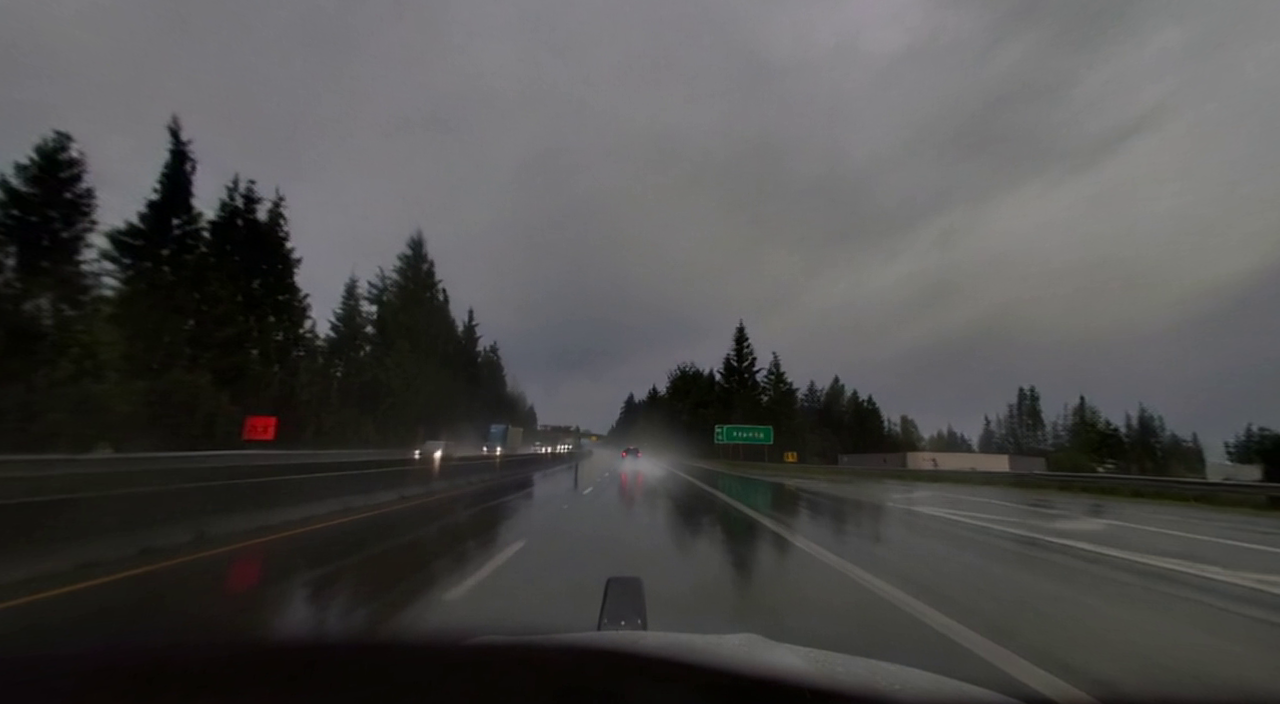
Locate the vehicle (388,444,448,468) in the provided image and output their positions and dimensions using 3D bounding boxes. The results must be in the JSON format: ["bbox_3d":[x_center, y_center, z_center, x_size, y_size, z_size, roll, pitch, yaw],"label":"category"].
[{"bbox_3d":[-14.026,6.573,40.065,2.181,1.415,4.576,0,-9,-1],"label":"vehicle"}]
